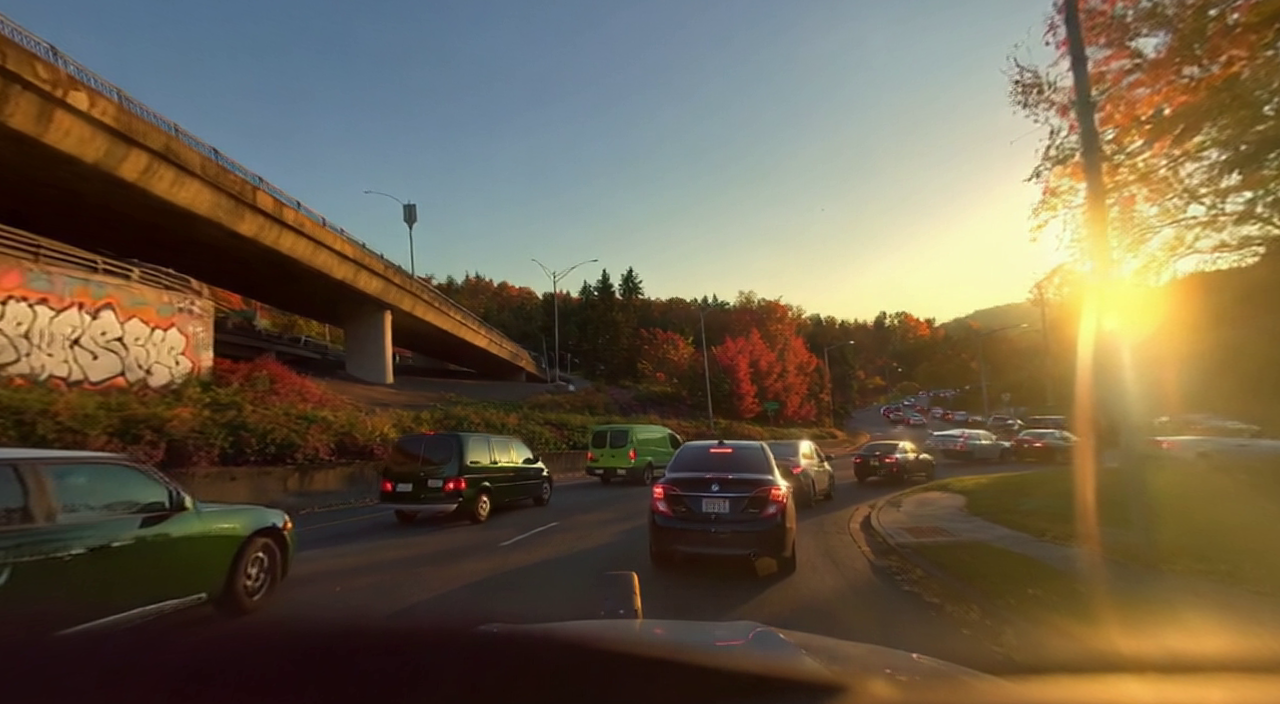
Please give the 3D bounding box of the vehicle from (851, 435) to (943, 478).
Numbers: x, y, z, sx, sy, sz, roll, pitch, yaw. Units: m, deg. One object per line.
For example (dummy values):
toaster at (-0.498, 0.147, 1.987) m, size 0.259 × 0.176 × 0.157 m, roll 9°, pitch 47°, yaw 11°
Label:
vehicle at (9.719, 3.890, 23.538) m, size 1.780 × 1.446 × 3.902 m, roll -9°, pitch -12°, yaw 44°

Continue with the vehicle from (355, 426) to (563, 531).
vehicle at (-3.043, 2.245, 11.620) m, size 1.921 × 1.554 × 4.081 m, roll -2°, pitch -9°, yaw 13°

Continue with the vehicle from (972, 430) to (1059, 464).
vehicle at (17.505, 4.438, 29.195) m, size 3.934 × 1.485 × 1.763 m, roll 5°, pitch -10°, yaw -32°

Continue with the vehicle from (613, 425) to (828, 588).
vehicle at (1.261, 1.788, 8.037) m, size 2.064 × 1.515 × 3.722 m, roll -3°, pitch -9°, yaw 17°
